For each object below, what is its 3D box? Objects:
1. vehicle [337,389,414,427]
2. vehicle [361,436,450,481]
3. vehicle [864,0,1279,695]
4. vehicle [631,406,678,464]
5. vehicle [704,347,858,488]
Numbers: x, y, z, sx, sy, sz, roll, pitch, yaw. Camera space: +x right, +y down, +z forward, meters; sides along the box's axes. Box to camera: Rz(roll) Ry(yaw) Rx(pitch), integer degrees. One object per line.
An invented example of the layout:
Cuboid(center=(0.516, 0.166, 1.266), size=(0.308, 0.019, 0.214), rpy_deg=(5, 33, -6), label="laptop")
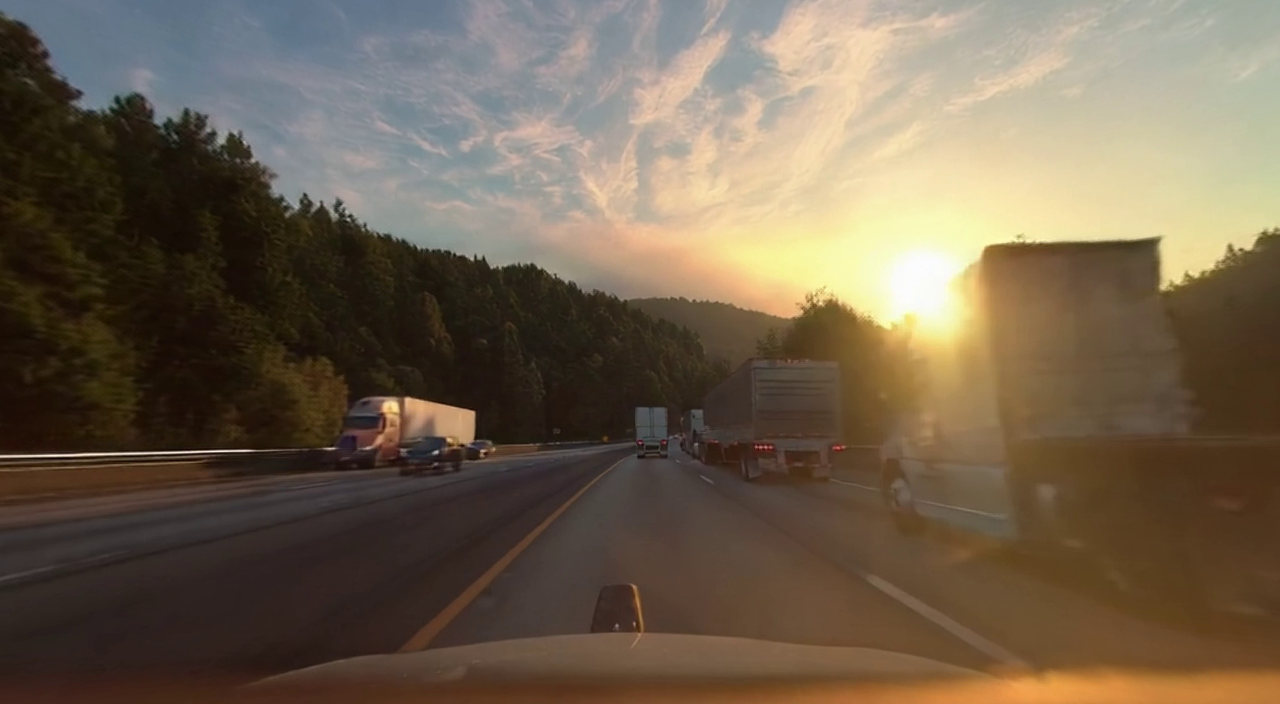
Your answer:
Cuboid(center=(-13.062, 2.854, 31.370), size=(1.938, 1.642, 4.195), rpy_deg=(0, -8, 1), label="vehicle")
Cuboid(center=(-8.334, 3.802, 22.729), size=(1.857, 1.465, 3.651), rpy_deg=(0, -8, -1), label="vehicle")
Cuboid(center=(4.857, -0.104, 3.960), size=(2.948, 3.968, 10.119), rpy_deg=(0, -8, -1), label="vehicle")
Cuboid(center=(0.831, 5.232, 39.400), size=(2.644, 3.247, 7.454), rpy_deg=(0, -8, 0), label="vehicle")
Cuboid(center=(4.826, 2.885, 25.527), size=(2.851, 4.077, 14.289), rpy_deg=(0, -8, 0), label="vehicle")
